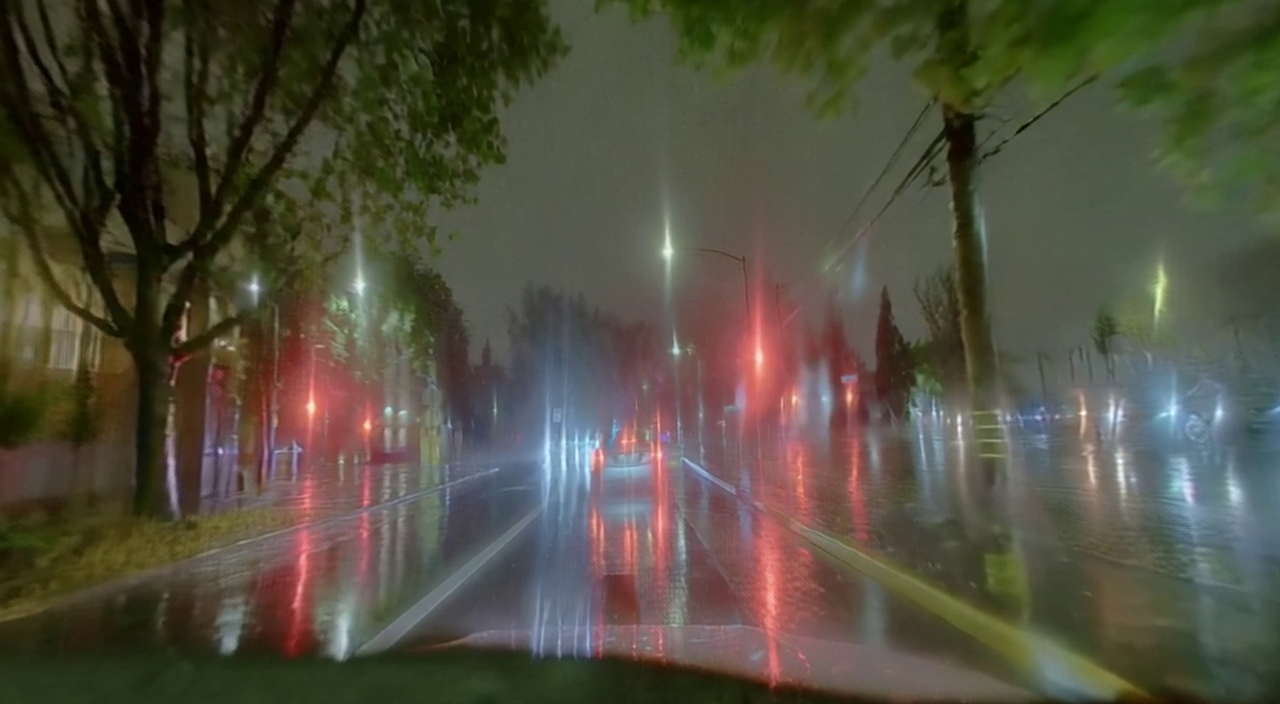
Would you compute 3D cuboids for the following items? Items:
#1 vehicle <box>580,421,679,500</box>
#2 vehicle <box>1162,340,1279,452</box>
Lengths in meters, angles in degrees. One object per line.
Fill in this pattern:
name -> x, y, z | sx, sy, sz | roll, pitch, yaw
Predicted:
vehicle -> -0.215, 2.629, 15.611 | 2.142, 1.686, 3.816 | -1, -8, 1
vehicle -> 12.613, 0.827, 11.343 | 4.350, 1.867, 2.091 | -1, -8, 6
